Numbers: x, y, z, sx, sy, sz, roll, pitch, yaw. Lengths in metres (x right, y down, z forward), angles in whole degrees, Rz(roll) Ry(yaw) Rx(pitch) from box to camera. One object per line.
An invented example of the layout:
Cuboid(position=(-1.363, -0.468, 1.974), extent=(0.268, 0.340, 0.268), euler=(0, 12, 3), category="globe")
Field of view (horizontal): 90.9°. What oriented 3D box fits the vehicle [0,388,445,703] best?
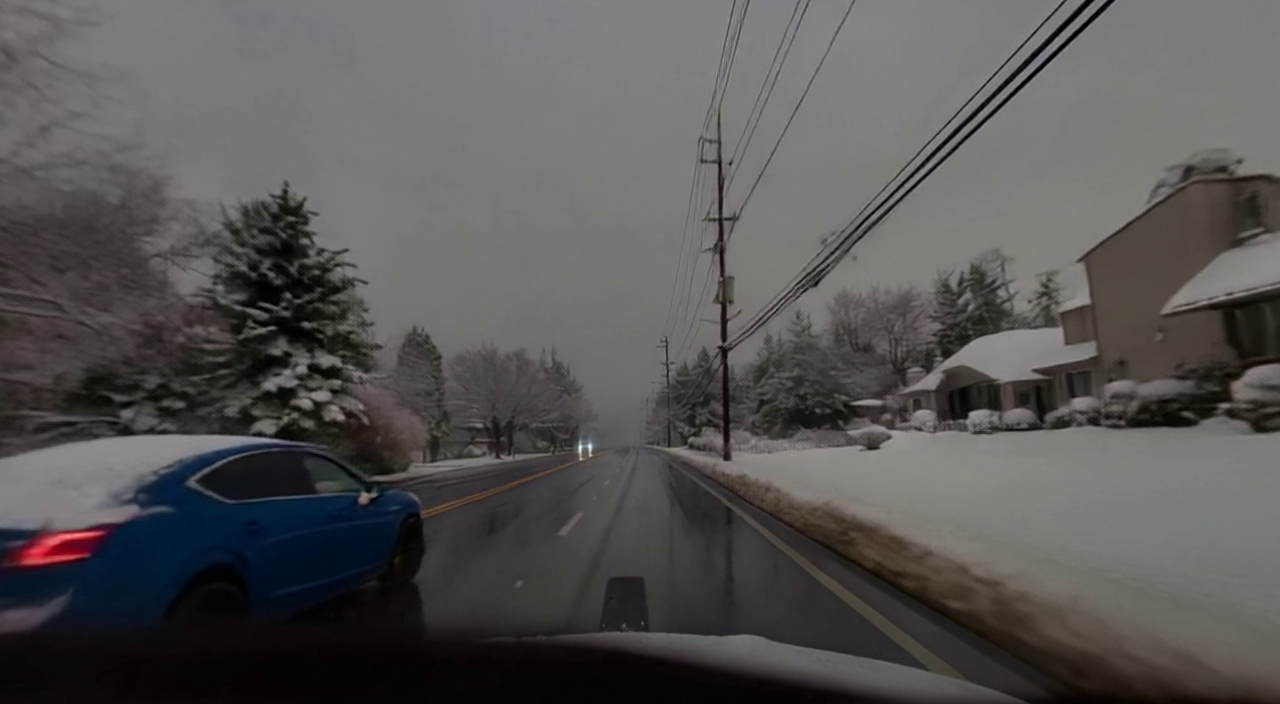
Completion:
Cuboid(position=(-3.097, 1.134, 3.804), extent=(2.085, 1.512, 5.023), euler=(0, -8, 2), category="vehicle")
